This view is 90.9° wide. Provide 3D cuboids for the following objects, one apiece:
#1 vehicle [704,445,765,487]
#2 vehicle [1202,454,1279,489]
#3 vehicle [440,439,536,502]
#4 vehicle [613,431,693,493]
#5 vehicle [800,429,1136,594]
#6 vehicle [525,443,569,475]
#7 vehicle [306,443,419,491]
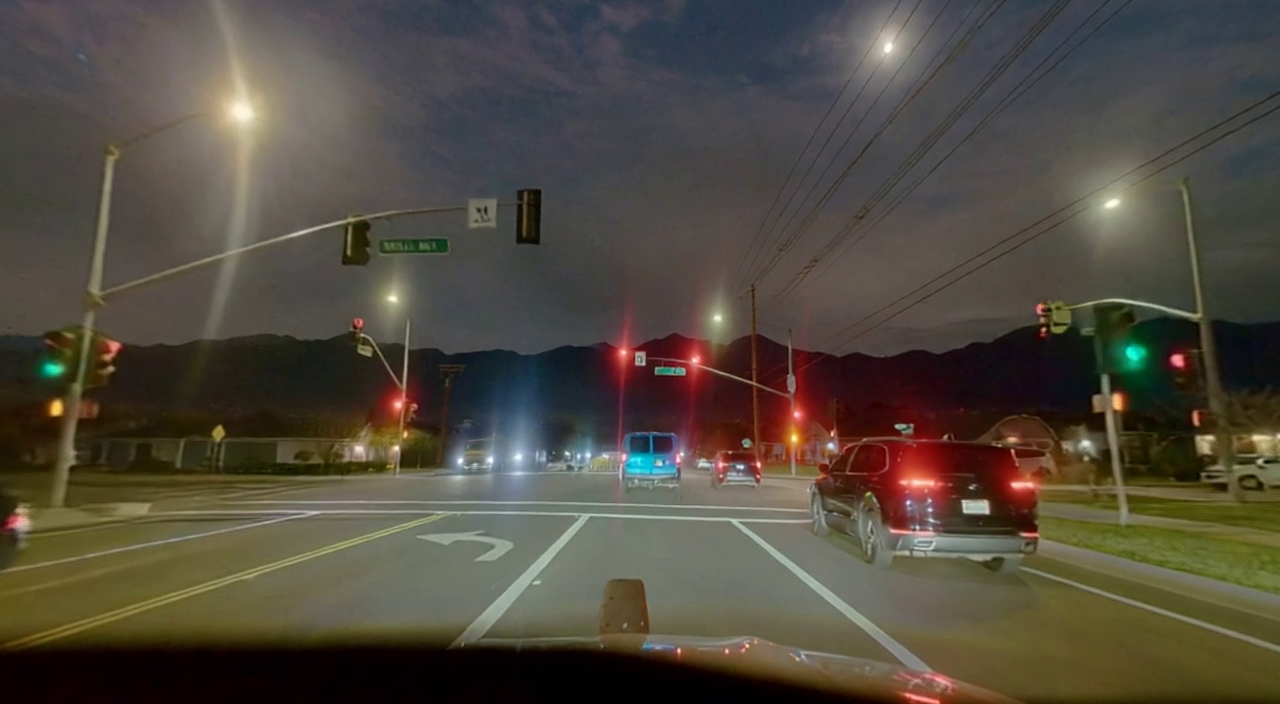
[{"bbox_3d":[3.901,4.776,26.794,1.957,1.646,4.355,0,-8,0],"label":"vehicle"},{"bbox_3d":[29.145,5.453,28.935,4.649,1.481,2.019,0,-9,1],"label":"vehicle"},{"bbox_3d":[-4.960,3.676,20.082,2.059,1.749,4.458,4,-9,-25],"label":"vehicle"},{"bbox_3d":[0.445,4.011,23.420,2.636,2.011,5.130,0,-8,0],"label":"vehicle"},{"bbox_3d":[3.951,1.980,8.842,2.155,1.658,4.721,0,-8,0],"label":"vehicle"},{"bbox_3d":[-5.568,6.426,38.073,1.983,1.801,4.391,0,-8,0],"label":"vehicle"},{"bbox_3d":[-11.860,4.848,26.931,4.530,1.864,1.999,-5,-10,29],"label":"vehicle"}]
